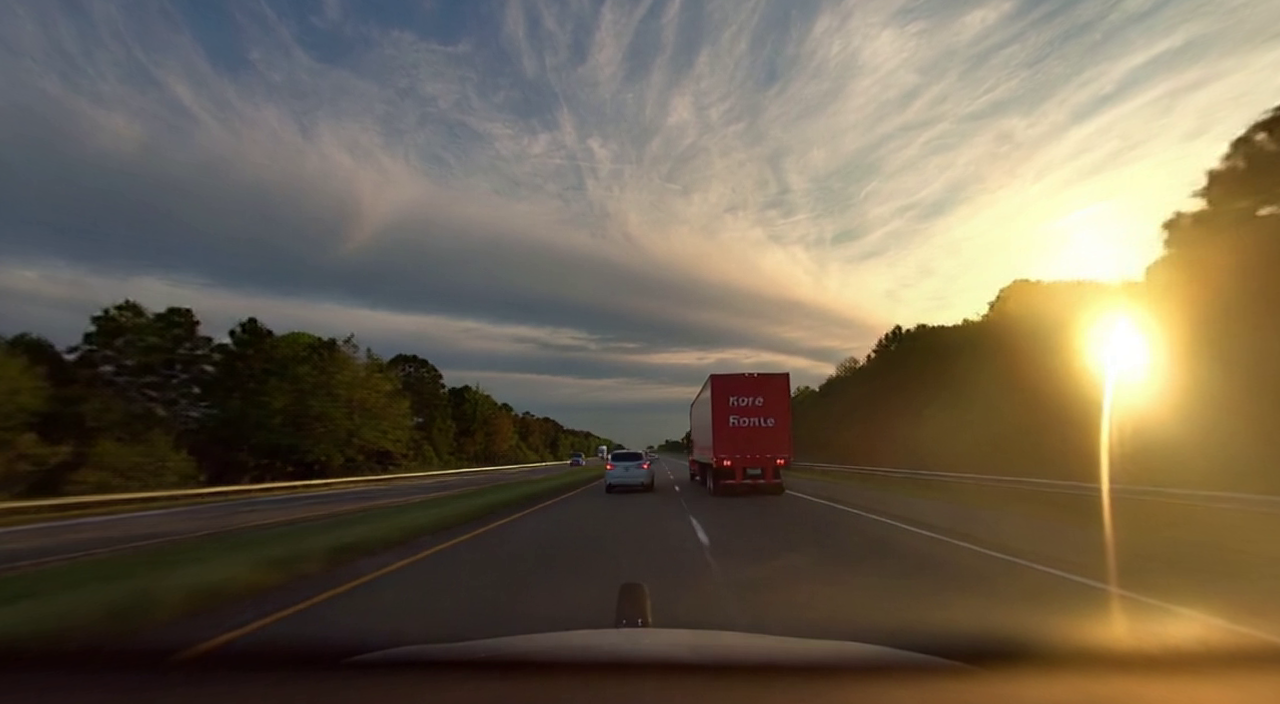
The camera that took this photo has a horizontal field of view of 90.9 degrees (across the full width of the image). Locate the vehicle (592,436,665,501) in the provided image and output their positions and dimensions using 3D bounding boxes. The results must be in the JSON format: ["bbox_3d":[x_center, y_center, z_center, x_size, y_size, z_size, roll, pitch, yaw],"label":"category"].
[{"bbox_3d":[-0.256,3.707,20.357,2.105,1.865,4.102,0,-9,3],"label":"vehicle"}]

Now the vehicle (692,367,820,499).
[{"bbox_3d":[4.015,3.423,25.408,3.030,3.985,12.707,0,-9,1],"label":"vehicle"}]
